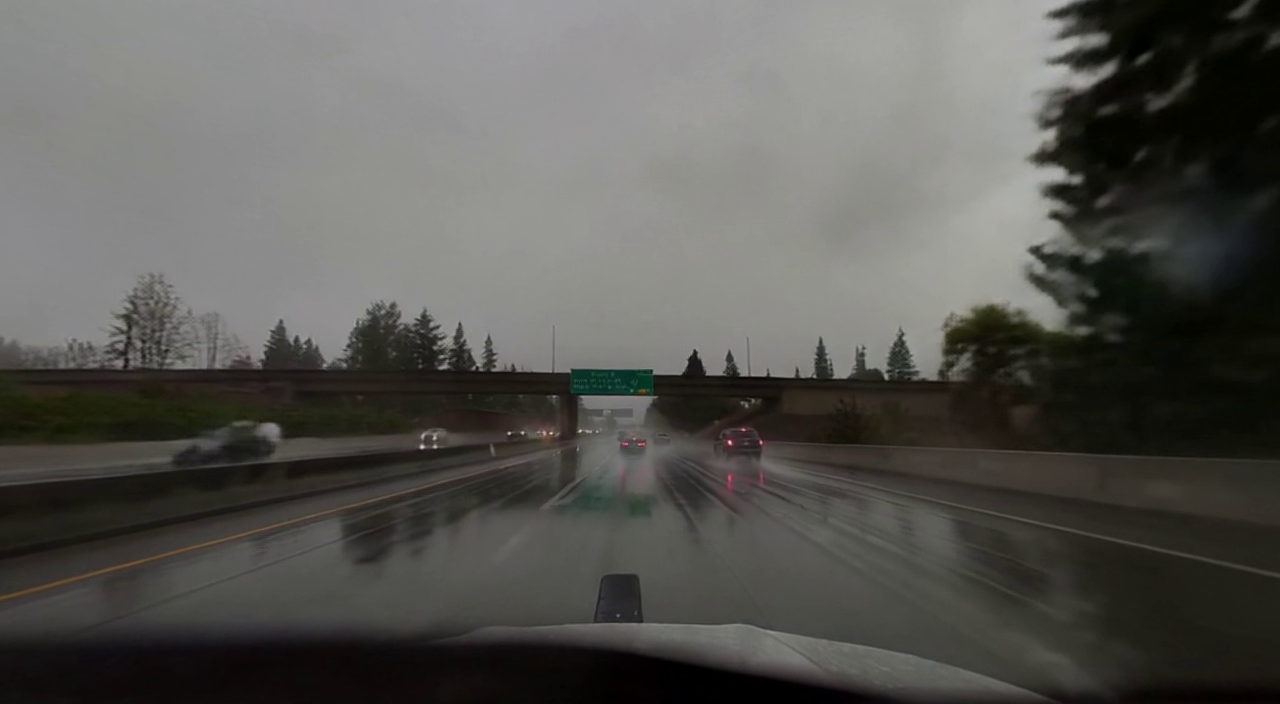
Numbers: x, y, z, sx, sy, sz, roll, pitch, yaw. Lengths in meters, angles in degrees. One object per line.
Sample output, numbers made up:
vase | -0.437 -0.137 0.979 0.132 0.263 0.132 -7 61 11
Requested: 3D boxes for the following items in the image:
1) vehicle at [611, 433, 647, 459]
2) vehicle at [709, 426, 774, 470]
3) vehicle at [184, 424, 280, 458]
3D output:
vehicle | -0.685 5.472 36.789 1.987 1.440 3.565 0 -8 -2
vehicle | 3.962 3.814 25.244 1.892 1.600 3.782 0 -8 -2
vehicle | -21.175 4.635 32.993 1.992 1.646 4.656 0 -8 -1
